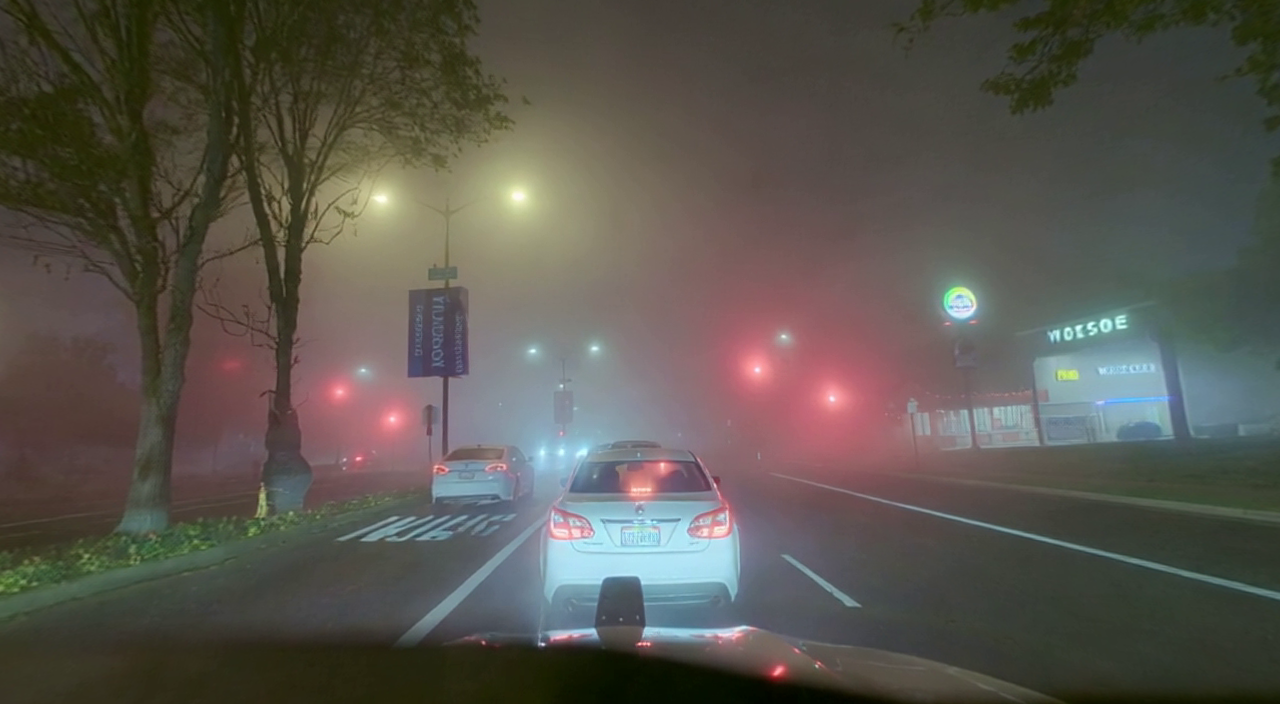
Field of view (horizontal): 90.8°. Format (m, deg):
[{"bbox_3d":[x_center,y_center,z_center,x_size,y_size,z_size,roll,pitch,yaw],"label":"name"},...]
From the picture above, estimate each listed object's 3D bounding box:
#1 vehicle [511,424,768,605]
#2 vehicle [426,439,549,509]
[{"bbox_3d":[-0.056,1.639,7.293,2.126,1.475,3.967,0,-8,-2],"label":"vehicle"},{"bbox_3d":[-3.493,2.864,15.402,1.952,1.431,4.383,0,-8,-1],"label":"vehicle"}]
